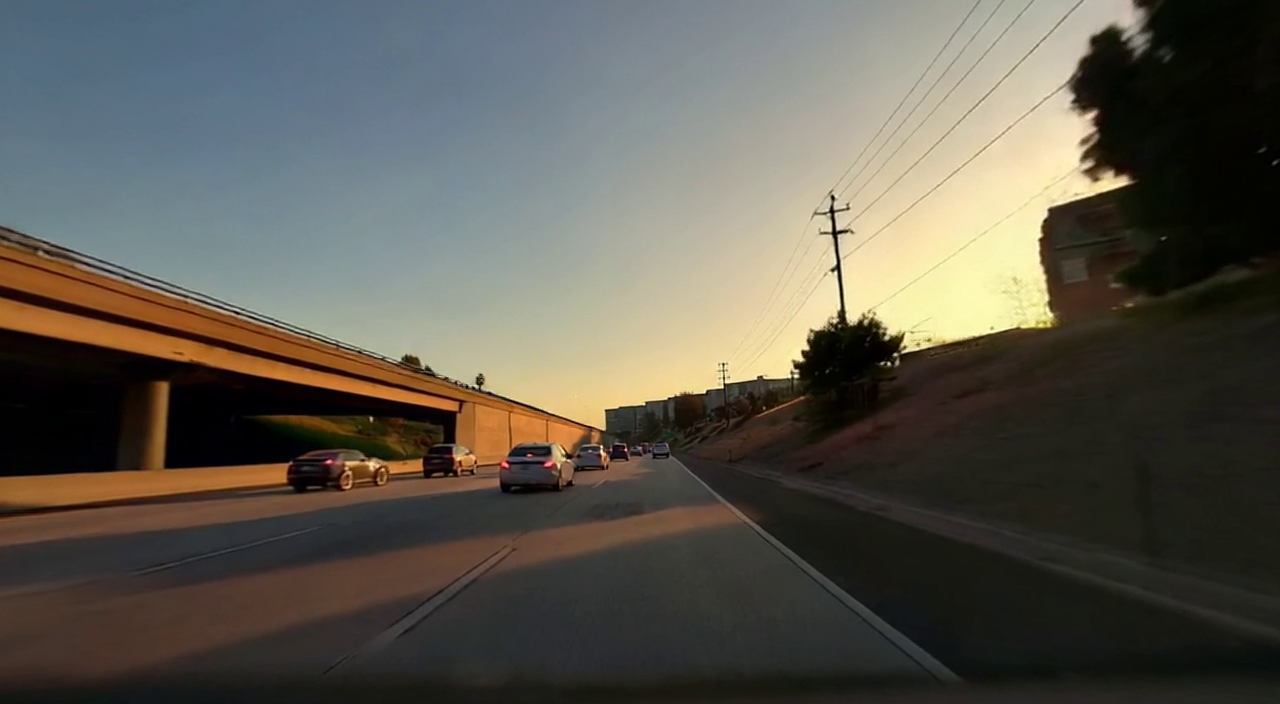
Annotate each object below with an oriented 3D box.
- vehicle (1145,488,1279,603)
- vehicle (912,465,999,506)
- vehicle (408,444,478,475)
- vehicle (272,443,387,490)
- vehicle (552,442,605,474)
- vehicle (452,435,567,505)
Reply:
[{"bbox_3d":[10.887,3.105,9.857,1.962,1.584,4.807,0,-8,0],"label":"vehicle"},{"bbox_3d":[14.255,6.009,28.742,1.853,1.586,3.727,1,-8,-3],"label":"vehicle"},{"bbox_3d":[-10.481,5.718,33.935,1.978,1.498,4.940,0,-8,3],"label":"vehicle"},{"bbox_3d":[-10.773,3.976,22.247,1.981,1.484,3.827,0,-8,2],"label":"vehicle"},{"bbox_3d":[-2.939,5.169,31.157,2.056,1.449,4.330,0,-8,2],"label":"vehicle"},{"bbox_3d":[-3.143,2.921,16.134,1.939,1.511,4.246,0,-8,2],"label":"vehicle"}]
